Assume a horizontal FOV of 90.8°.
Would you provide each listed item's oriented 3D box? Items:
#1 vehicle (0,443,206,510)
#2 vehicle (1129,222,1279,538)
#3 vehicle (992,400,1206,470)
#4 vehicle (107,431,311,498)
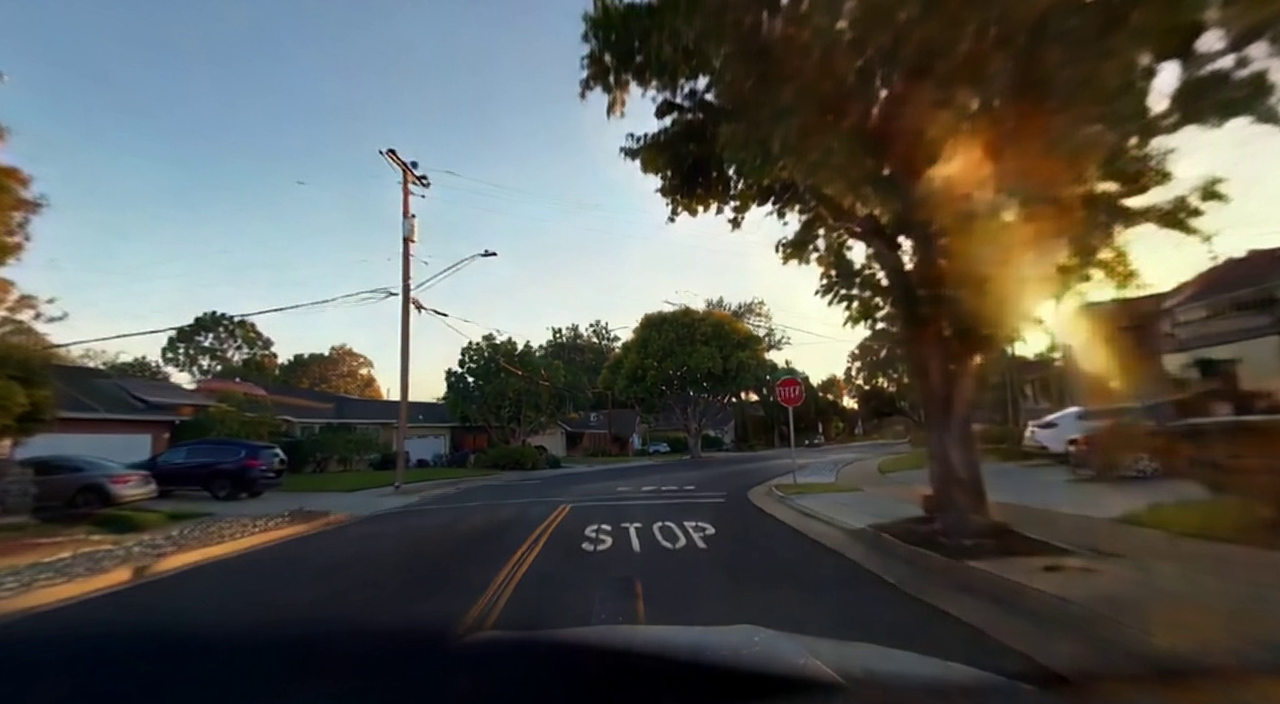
[{"bbox_3d":[-13.371,2.995,15.448,4.103,1.498,1.909,0,-8,2],"label":"vehicle"},{"bbox_3d":[10.770,0.316,6.359,8.828,3.111,3.352,0,-7,0],"label":"vehicle"},{"bbox_3d":[12.312,2.291,17.285,4.180,1.759,1.940,-2,-8,11],"label":"vehicle"},{"bbox_3d":[-12.548,3.278,18.664,4.484,1.852,2.009,0,-8,-1],"label":"vehicle"}]
